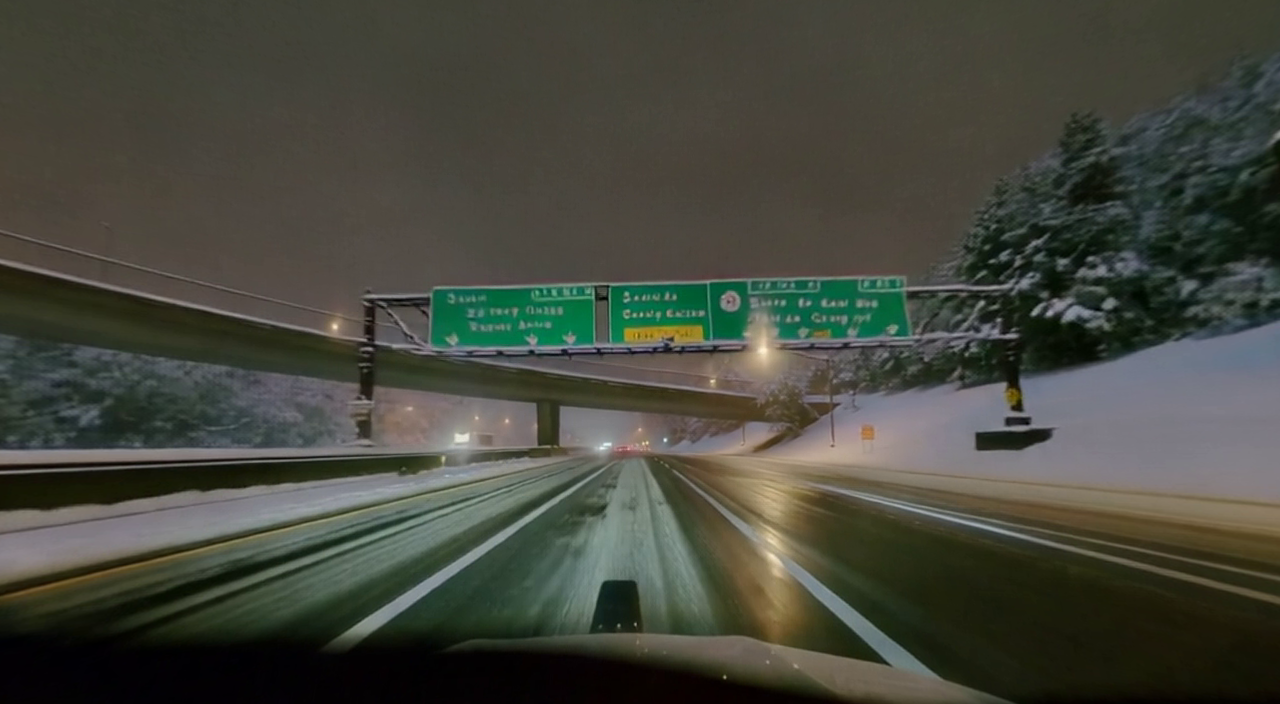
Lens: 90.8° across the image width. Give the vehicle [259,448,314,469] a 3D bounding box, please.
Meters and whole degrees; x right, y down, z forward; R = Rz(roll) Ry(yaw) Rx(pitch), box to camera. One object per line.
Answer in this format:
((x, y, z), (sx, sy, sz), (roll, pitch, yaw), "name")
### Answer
((-27.058, 8.139, 48.503), (1.766, 1.546, 4.362), (0, -9, -1), "vehicle")
